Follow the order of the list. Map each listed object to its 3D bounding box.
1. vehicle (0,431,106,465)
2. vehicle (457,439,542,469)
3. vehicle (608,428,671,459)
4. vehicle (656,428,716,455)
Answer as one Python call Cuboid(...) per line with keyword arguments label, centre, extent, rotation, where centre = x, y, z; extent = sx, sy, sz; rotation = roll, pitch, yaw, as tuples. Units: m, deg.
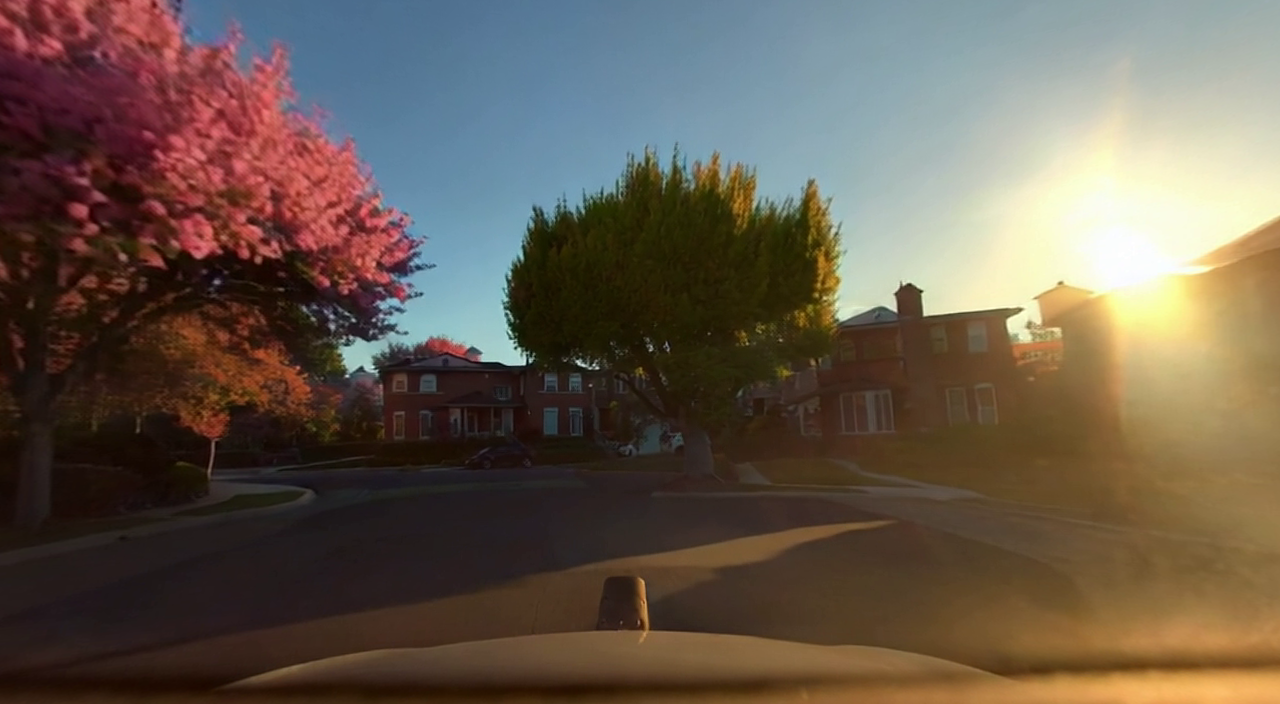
Cuboid(label="vehicle", centre=(-31.186, 5.032, 33.084), extent=(4.435, 1.707, 2.046), rotation=(0, -9, 0))
Cuboid(label="vehicle", centre=(-8.898, 6.501, 40.350), extent=(4.815, 1.827, 2.147), rotation=(-1, -9, 3))
Cuboid(label="vehicle", centre=(-0.002, 6.378, 44.474), extent=(2.310, 1.701, 4.280), rotation=(-5, -3, 35))
Cuboid(label="vehicle", centre=(3.305, 6.305, 44.481), extent=(2.152, 1.773, 4.495), rotation=(-6, -11, 35))
